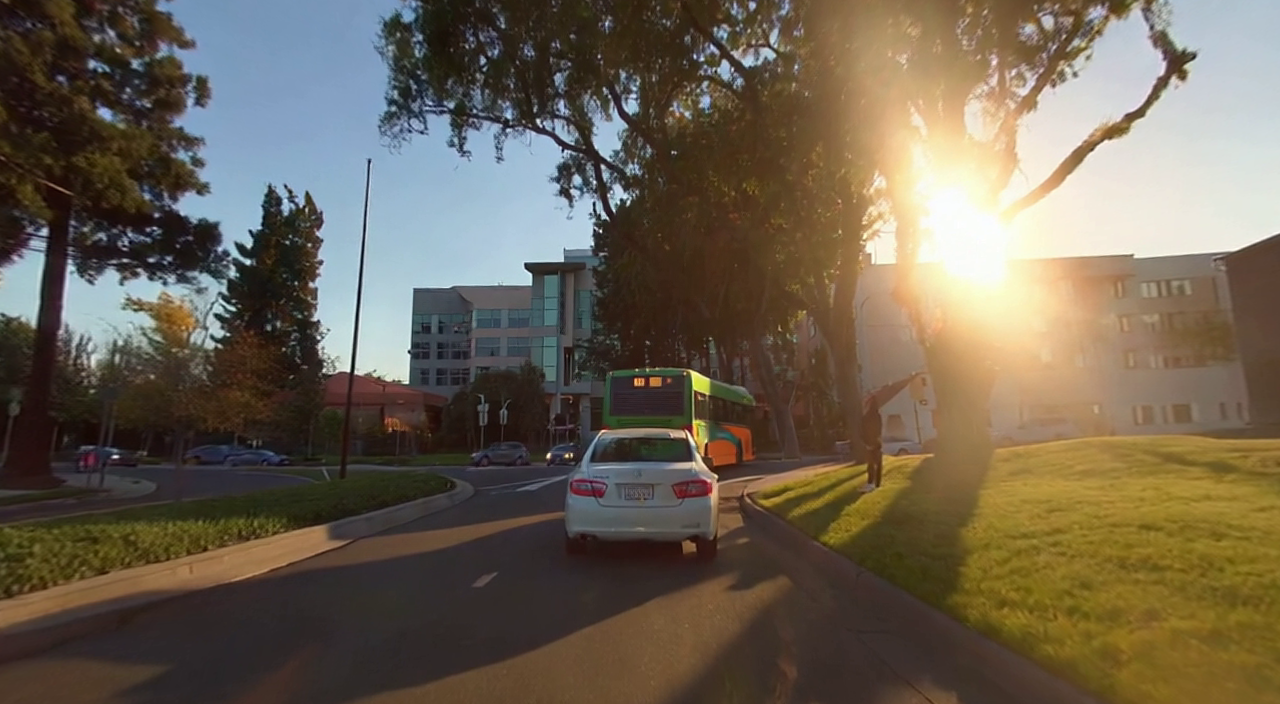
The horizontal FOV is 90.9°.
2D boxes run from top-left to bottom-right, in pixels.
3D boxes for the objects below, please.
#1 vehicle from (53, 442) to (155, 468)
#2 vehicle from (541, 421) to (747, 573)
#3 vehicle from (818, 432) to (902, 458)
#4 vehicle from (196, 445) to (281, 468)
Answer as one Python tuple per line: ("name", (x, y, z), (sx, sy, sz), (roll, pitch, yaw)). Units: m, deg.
("vehicle", (-32.071, 6.172, 37.885), (4.473, 1.442, 1.743), (7, -11, -39))
("vehicle", (0.078, 1.714, 8.213), (2.020, 1.478, 3.922), (0, -8, 1))
("vehicle", (12.921, 5.475, 37.117), (4.338, 1.464, 1.782), (-5, -10, 29))
("vehicle", (-25.996, 6.791, 41.005), (4.403, 1.422, 1.697), (4, -9, -25))
